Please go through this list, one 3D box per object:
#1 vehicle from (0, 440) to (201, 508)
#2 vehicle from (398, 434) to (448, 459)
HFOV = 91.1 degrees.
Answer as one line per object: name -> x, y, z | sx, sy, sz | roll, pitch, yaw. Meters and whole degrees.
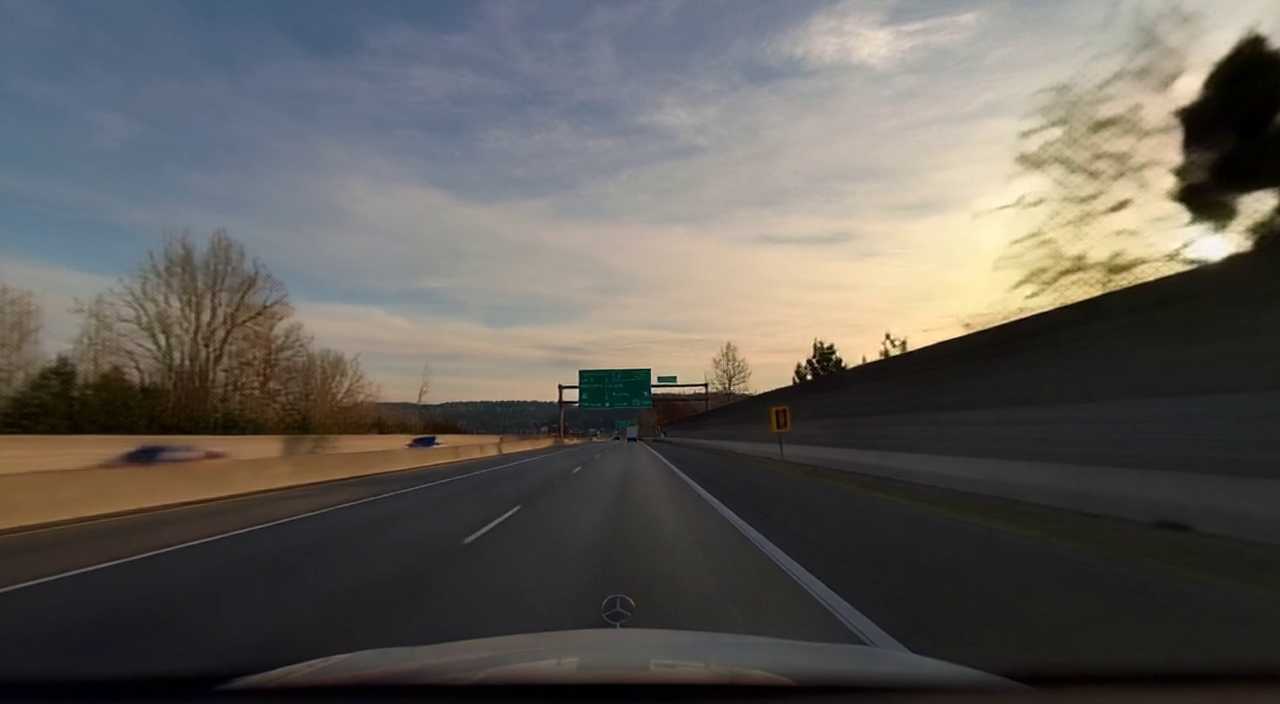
vehicle -> -14.483, 3.185, 17.028 | 1.884, 1.540, 4.588 | 0, -8, 0
vehicle -> -14.917, 6.487, 43.448 | 1.888, 1.649, 4.339 | 0, -8, 0
